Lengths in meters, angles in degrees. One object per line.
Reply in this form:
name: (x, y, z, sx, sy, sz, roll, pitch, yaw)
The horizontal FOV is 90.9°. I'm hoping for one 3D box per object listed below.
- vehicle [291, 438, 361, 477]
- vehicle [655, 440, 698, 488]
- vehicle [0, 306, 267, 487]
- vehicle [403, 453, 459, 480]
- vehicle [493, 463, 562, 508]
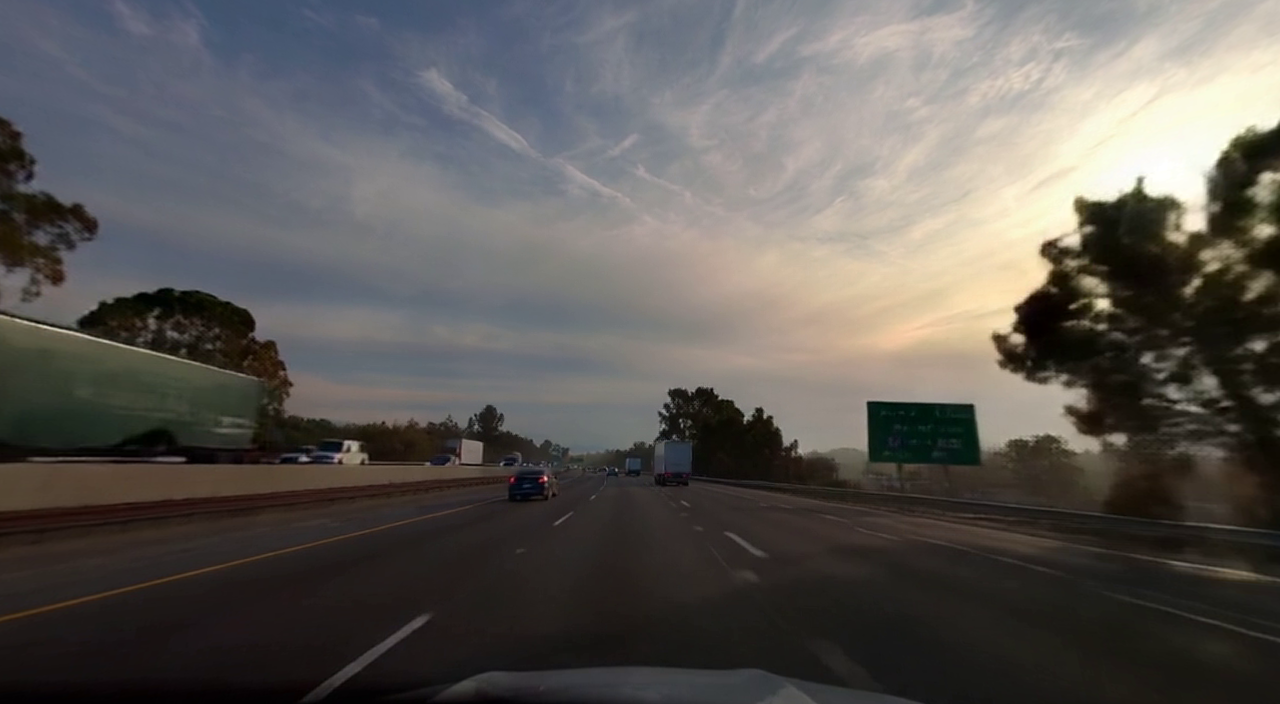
vehicle: (-22.337, 7.618, 45.157, 2.275, 2.518, 5.911, 2, -11, -5)
vehicle: (2.785, 8.911, 49.915, 2.738, 3.456, 7.520, 1, -11, -2)
vehicle: (-15.705, 1.549, 17.062, 2.800, 3.967, 14.034, 1, -11, -1)
vehicle: (-12.210, 6.769, 37.044, 1.874, 1.446, 4.444, 1, -11, -2)
vehicle: (-4.031, 4.865, 23.202, 1.868, 1.485, 3.770, 1, -11, -1)
